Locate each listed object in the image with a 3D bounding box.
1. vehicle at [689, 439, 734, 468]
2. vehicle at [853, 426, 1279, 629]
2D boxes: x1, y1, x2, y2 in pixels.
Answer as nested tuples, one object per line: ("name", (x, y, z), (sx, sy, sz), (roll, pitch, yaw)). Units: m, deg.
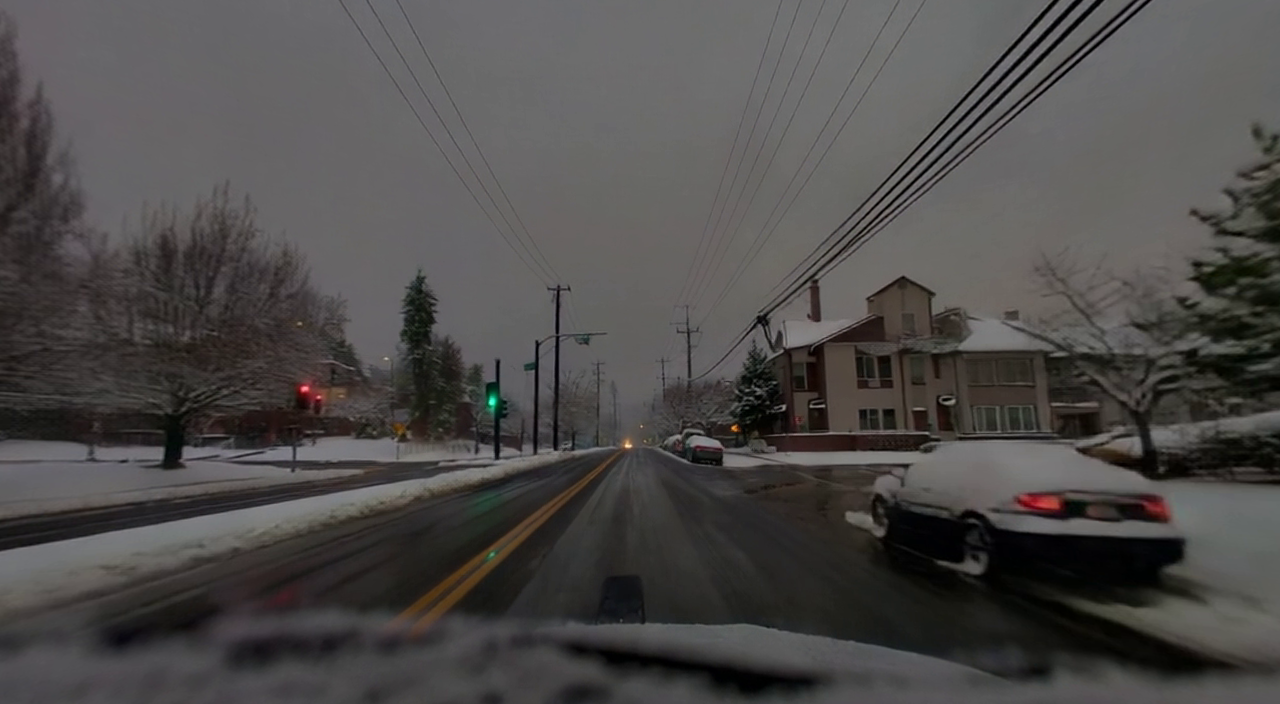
("vehicle", (3.831, 5.553, 34.764), (1.785, 1.441, 4.458), (0, -8, -2))
("vehicle", (4.091, 1.585, 6.842), (1.994, 1.422, 4.595), (0, -8, 0))
